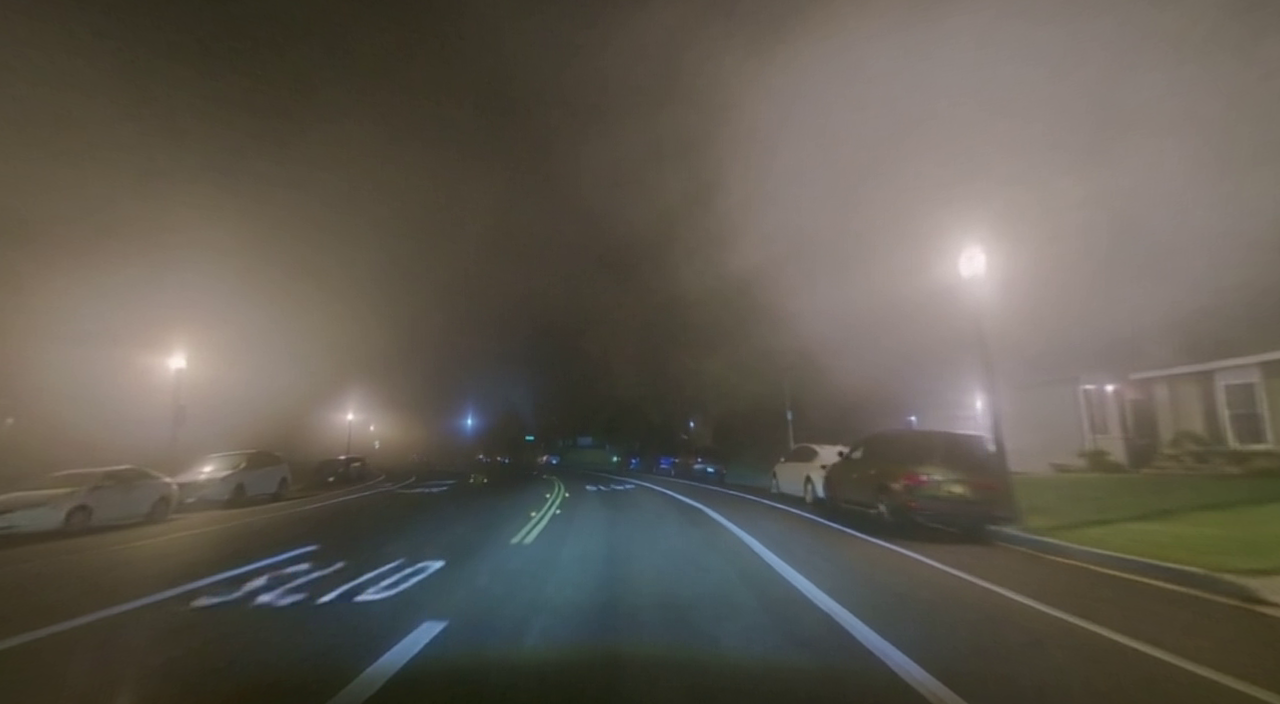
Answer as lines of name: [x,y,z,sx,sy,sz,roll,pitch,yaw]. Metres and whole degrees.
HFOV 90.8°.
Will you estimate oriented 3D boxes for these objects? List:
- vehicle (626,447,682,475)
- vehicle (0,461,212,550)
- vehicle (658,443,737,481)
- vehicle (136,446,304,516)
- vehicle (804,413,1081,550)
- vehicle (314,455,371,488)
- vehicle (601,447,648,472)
vehicle: [0.740,6.142,35.964,1.844,1.485,4.193,3,-9,-19]
vehicle: [-11.746,3.132,13.599,2.012,1.478,4.661,1,-9,-4]
vehicle: [2.546,5.070,29.345,2.367,1.614,4.463,2,-9,-12]
vehicle: [-12.234,3.732,18.901,2.107,1.810,4.708,1,-9,-6]
vehicle: [4.623,2.065,10.728,2.184,1.770,4.651,1,-9,-3]
vehicle: [-15.124,6.040,32.340,1.943,1.476,4.714,3,-9,-17]
vehicle: [-1.071,7.013,41.472,1.875,1.514,4.047,3,-9,-19]
